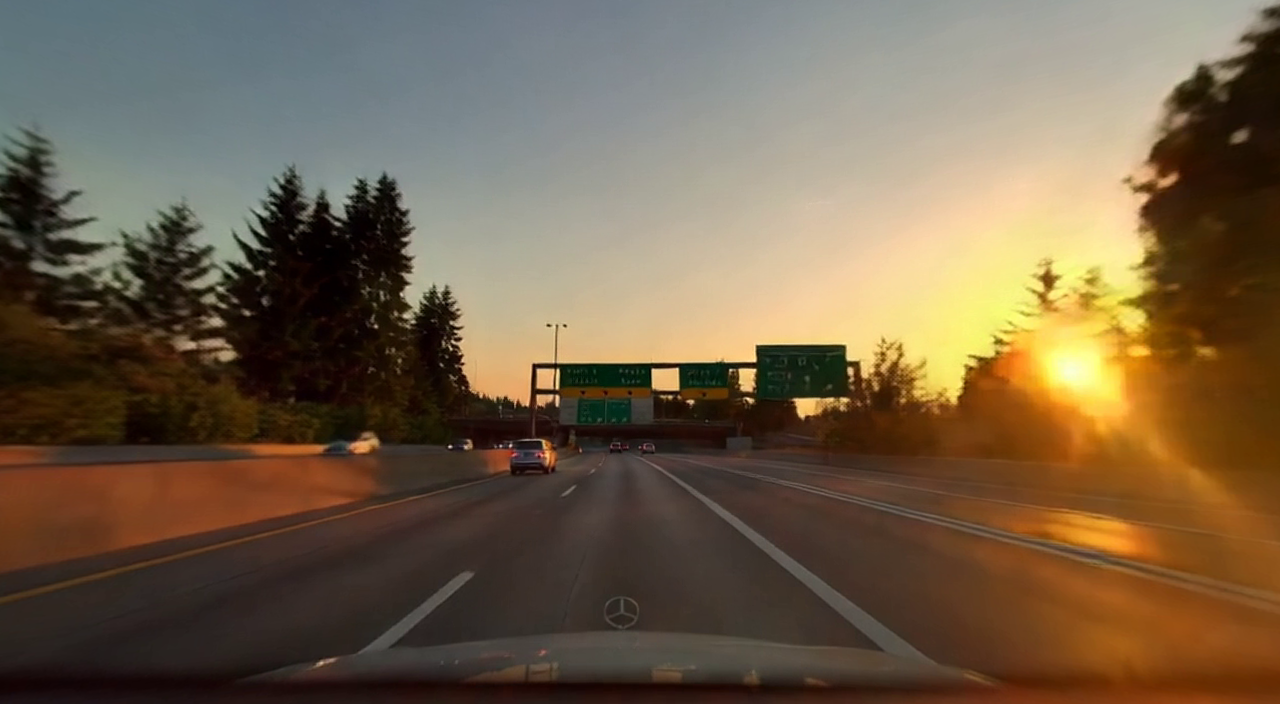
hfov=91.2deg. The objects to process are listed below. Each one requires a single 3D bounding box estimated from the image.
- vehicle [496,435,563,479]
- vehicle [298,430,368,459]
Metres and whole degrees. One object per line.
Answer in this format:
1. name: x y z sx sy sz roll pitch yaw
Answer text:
1. vehicle: -4.438 4.271 25.721 2.071 1.615 3.868 0 -9 -1
2. vehicle: -17.444 5.286 35.841 1.846 1.533 4.317 0 -9 -1
